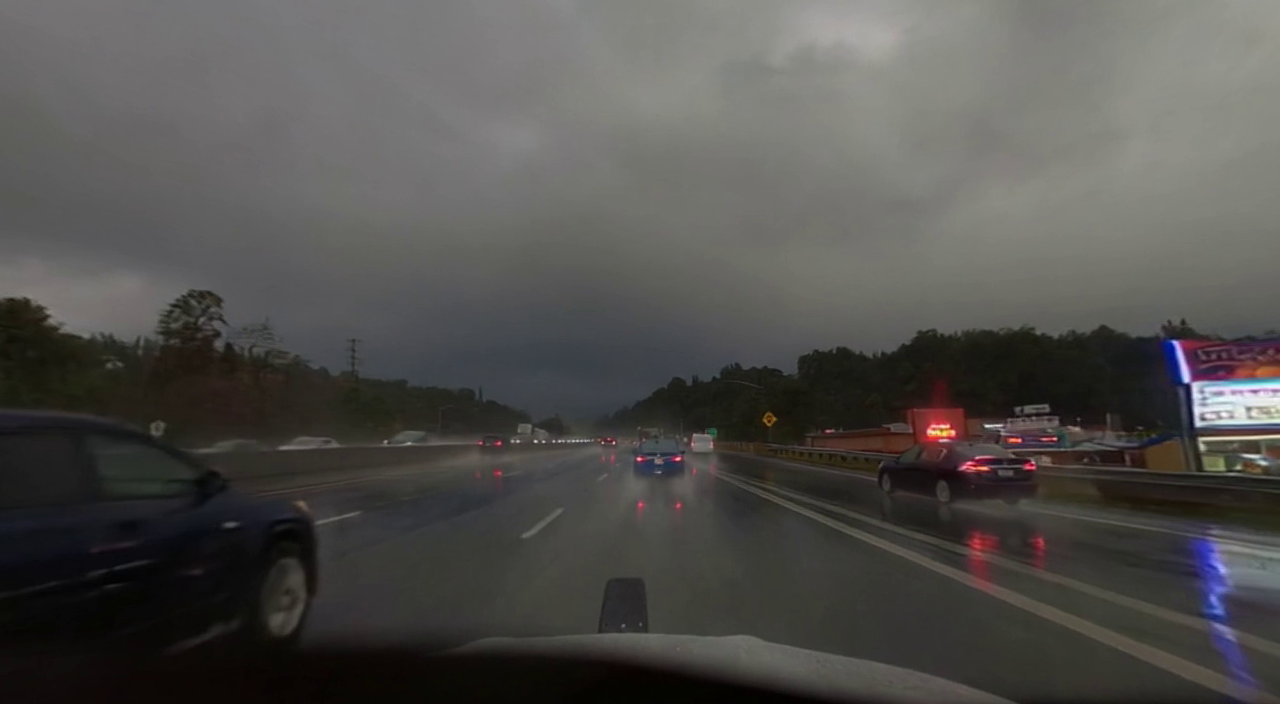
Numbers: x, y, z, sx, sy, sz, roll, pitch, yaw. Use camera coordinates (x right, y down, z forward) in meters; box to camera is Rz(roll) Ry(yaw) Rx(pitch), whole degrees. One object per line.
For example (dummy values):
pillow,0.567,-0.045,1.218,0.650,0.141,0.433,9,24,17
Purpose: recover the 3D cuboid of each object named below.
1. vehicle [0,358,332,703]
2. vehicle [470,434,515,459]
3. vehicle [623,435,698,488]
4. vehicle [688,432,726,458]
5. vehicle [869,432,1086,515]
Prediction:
vehicle,-3.616,0.840,2.713,1.927,1.586,5.142,0,-8,1
vehicle,-10.268,6.632,44.264,1.950,1.664,4.403,0,-8,2
vehicle,0.566,3.398,19.890,2.113,1.464,4.073,0,-8,0
vehicle,4.930,6.962,47.163,2.261,1.781,4.709,0,-8,-1
vehicle,6.715,2.450,13.244,2.030,1.442,4.358,0,-8,-2
